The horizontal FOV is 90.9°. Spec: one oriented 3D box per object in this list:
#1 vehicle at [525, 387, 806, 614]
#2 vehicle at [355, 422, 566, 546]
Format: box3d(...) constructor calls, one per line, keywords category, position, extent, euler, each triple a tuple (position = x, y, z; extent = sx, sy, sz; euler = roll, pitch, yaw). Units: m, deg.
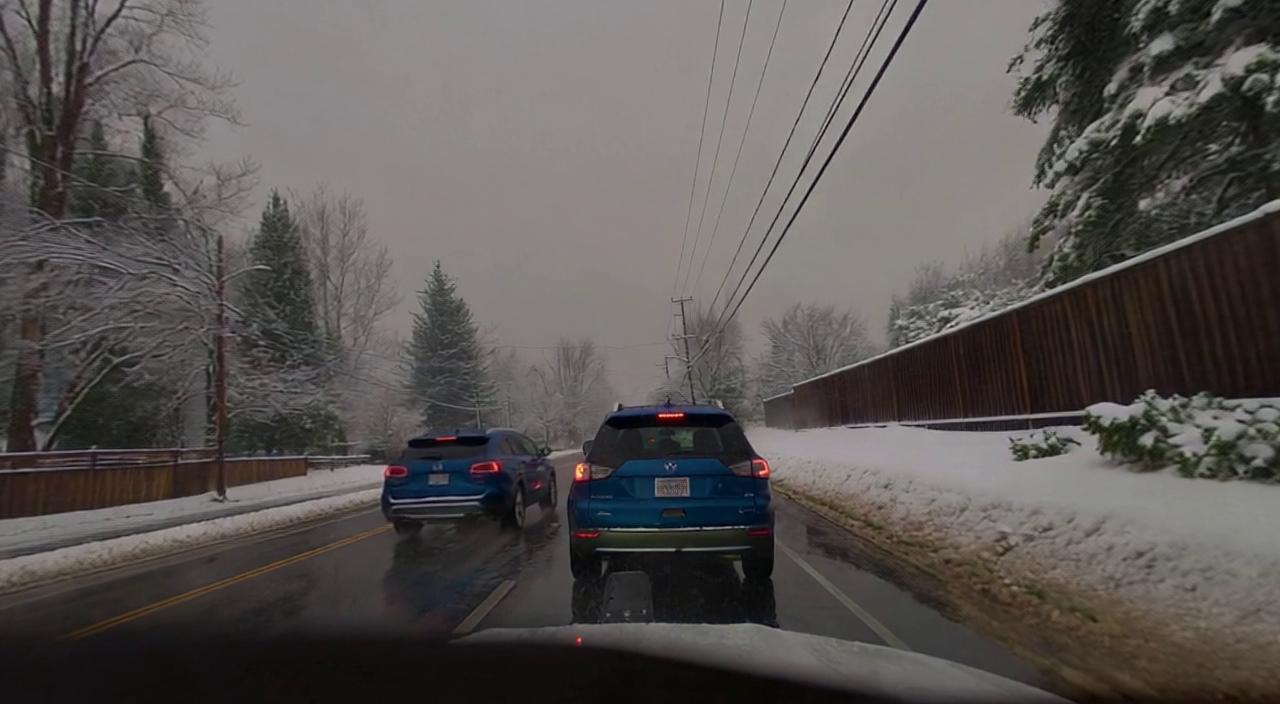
box3d(category="vehicle", position=(0.195, 1.461, 7.028), extent=(2.174, 1.749, 4.113), euler=(0, -9, 0))
box3d(category="vehicle", position=(-2.716, 2.144, 10.942), extent=(2.176, 1.653, 4.666), euler=(0, -9, 2))
